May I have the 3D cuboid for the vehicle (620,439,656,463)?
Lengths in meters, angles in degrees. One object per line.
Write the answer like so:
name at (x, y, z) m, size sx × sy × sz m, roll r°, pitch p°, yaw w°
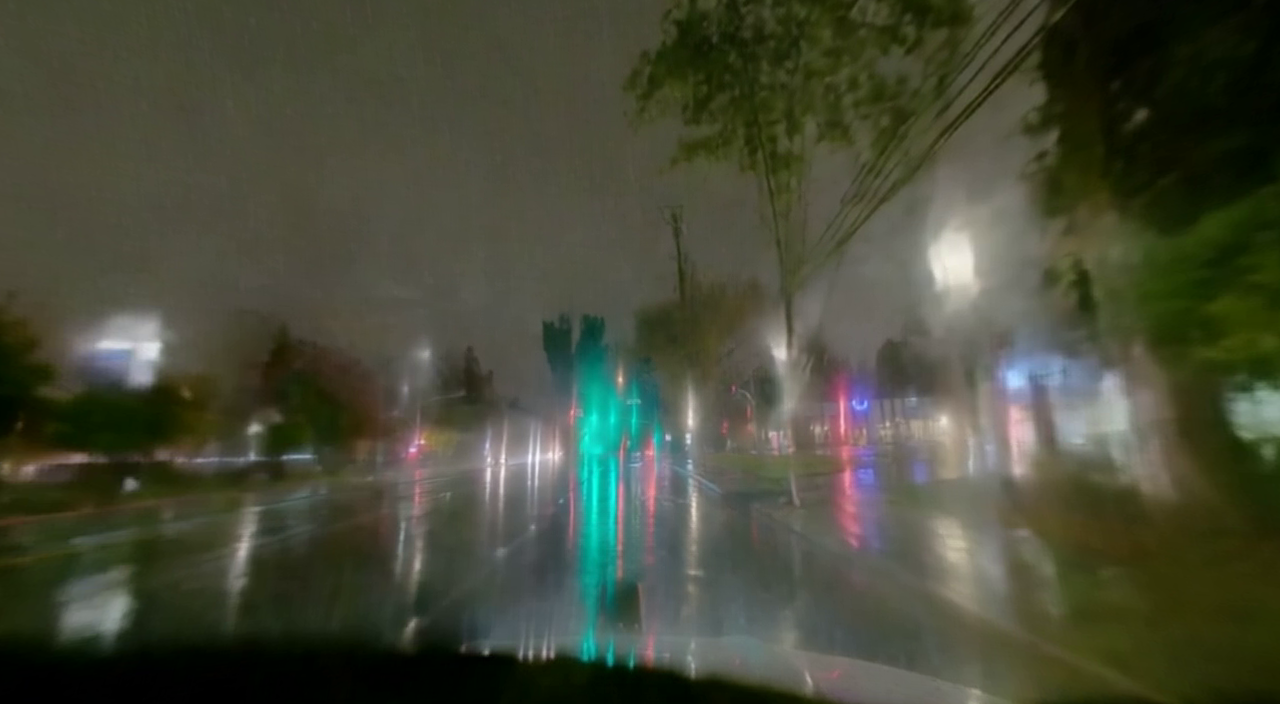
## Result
vehicle at (-0.059, 7.279, 46.276) m, size 2.191 × 1.607 × 4.361 m, roll -1°, pitch -9°, yaw 6°
